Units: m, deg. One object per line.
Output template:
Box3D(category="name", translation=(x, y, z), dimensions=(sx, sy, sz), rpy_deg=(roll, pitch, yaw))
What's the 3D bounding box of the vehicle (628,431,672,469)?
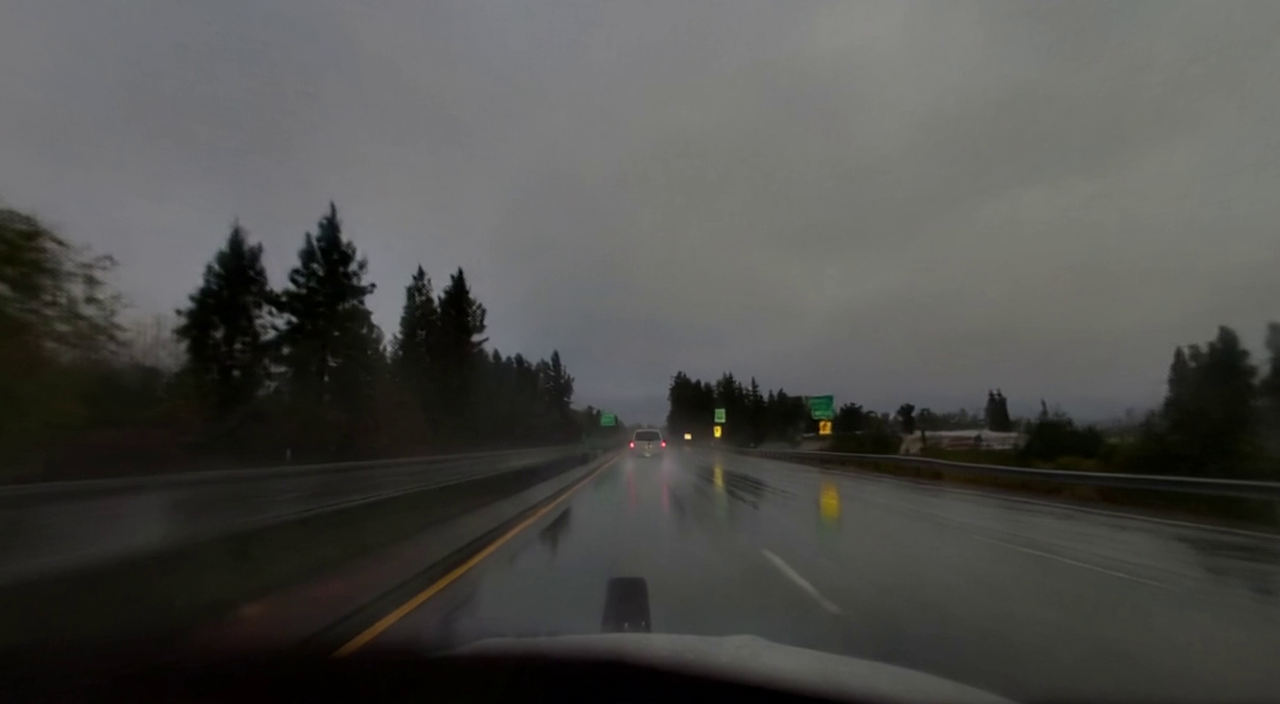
Box3D(category="vehicle", translation=(0.564, 5.476, 35.308), dimensions=(2.301, 1.944, 4.554), rpy_deg=(0, -8, 1))
